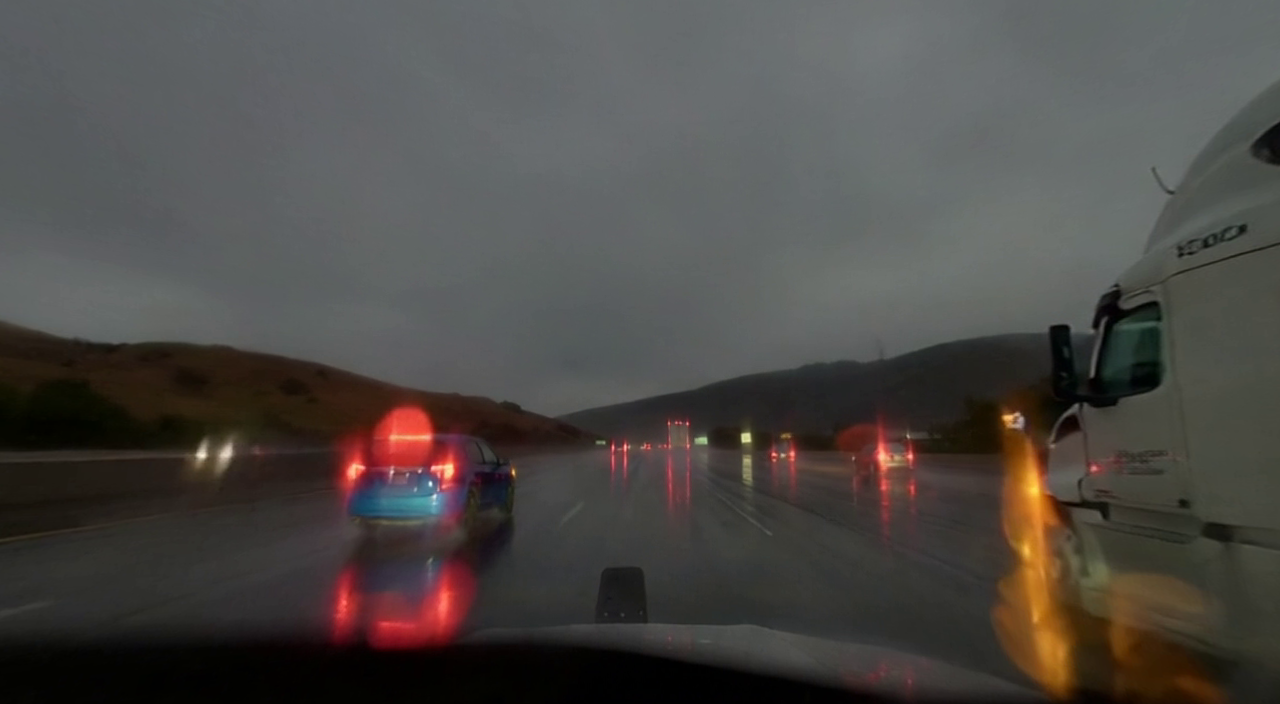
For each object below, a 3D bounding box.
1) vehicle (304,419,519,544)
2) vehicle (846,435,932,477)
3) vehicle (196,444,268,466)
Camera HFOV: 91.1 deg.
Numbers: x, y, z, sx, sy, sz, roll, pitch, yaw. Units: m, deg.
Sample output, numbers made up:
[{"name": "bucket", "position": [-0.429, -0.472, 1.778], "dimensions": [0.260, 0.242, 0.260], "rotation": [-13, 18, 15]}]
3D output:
[{"name": "vehicle", "position": [-3.348, 1.978, 10.167], "dimensions": [1.967, 1.615, 3.886], "rotation": [0, -8, 1]}, {"name": "vehicle", "position": [11.234, 4.730, 28.727], "dimensions": [2.062, 1.736, 4.589], "rotation": [0, -8, 0]}, {"name": "vehicle", "position": [-29.296, 7.399, 45.256], "dimensions": [1.932, 1.497, 4.792], "rotation": [0, -8, 1]}]
